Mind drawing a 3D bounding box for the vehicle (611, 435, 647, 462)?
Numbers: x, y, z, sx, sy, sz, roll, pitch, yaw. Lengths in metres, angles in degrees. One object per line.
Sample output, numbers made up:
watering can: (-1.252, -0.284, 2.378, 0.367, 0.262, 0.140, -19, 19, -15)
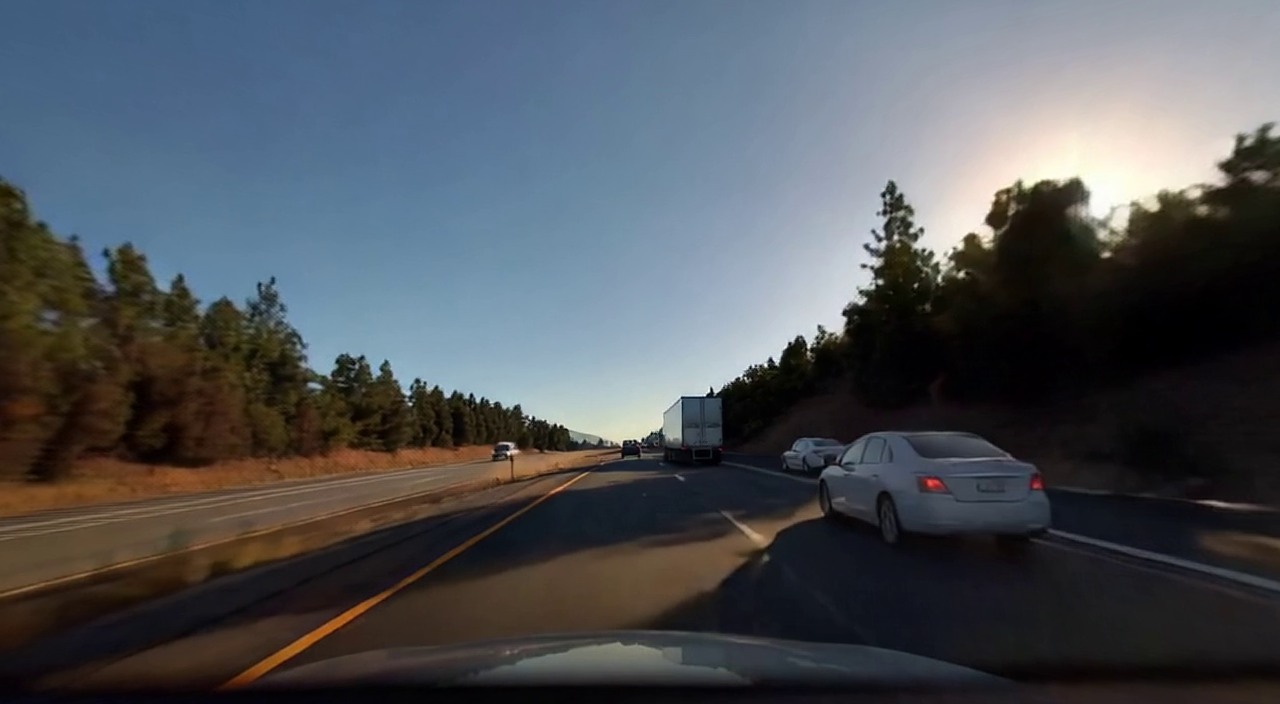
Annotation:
vehicle: (-0.700, 6.232, 40.926, 2.192, 1.623, 4.887, 0, -8, 0)

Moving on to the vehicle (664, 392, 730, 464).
vehicle: (3.455, 5.197, 42.231, 2.919, 4.004, 13.911, 0, -8, -1)

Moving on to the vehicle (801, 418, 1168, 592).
vehicle: (3.638, 1.655, 7.822, 2.072, 1.534, 4.300, 0, -8, -1)
